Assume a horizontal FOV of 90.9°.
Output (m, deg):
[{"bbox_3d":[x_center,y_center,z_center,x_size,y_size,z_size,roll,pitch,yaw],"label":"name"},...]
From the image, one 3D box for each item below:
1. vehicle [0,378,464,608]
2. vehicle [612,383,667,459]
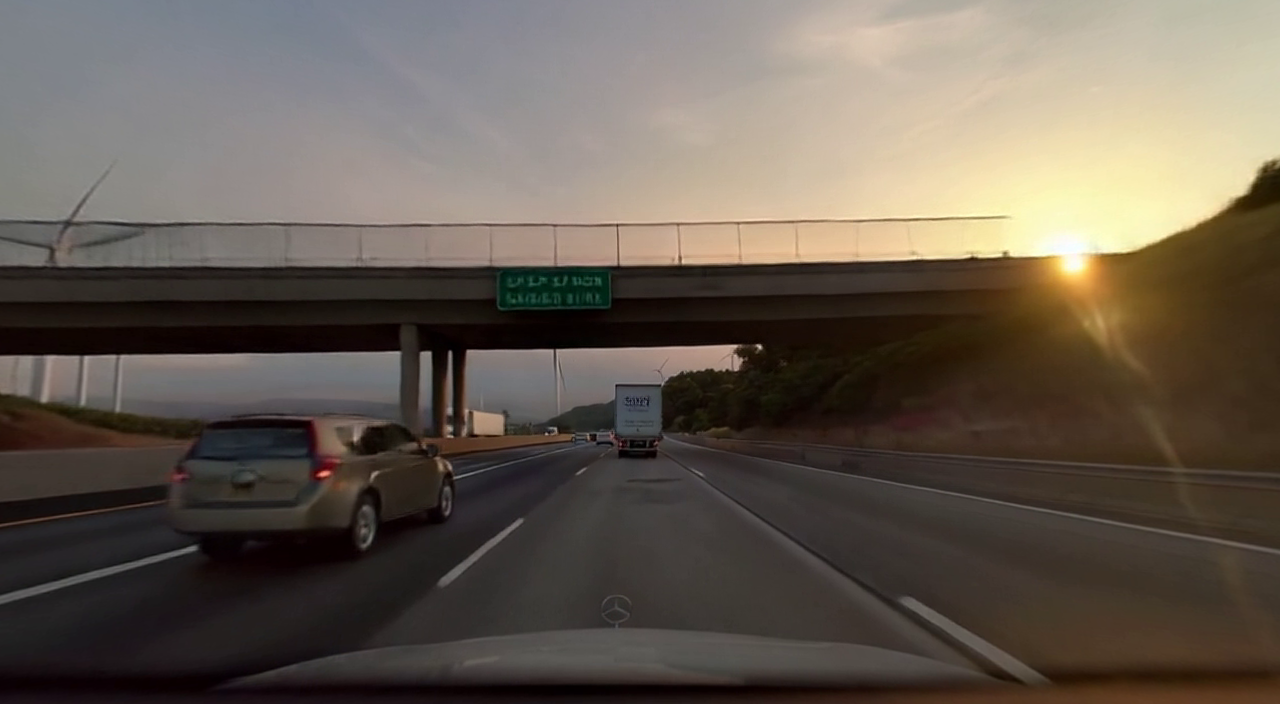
[{"bbox_3d":[-3.782,1.366,7.177,2.167,1.686,4.946,0,-8,0],"label":"vehicle"},{"bbox_3d":[-0.186,4.492,39.747,2.906,3.990,12.551,0,-8,-1],"label":"vehicle"}]
